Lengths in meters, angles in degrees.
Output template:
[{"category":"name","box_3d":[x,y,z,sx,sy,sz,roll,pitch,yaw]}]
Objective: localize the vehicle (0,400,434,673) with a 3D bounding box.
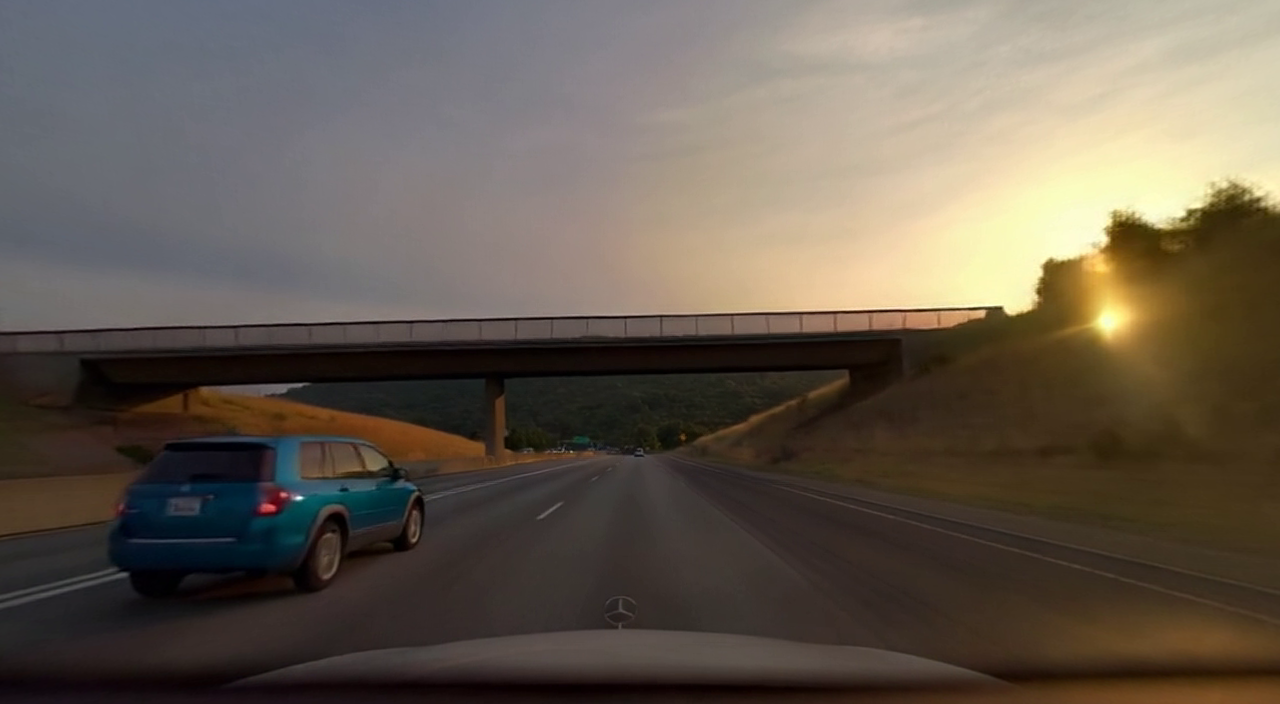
[{"category":"vehicle","box_3d":[-3.789,1.467,6.079,2.082,1.668,4.274,0,-9,1]}]
